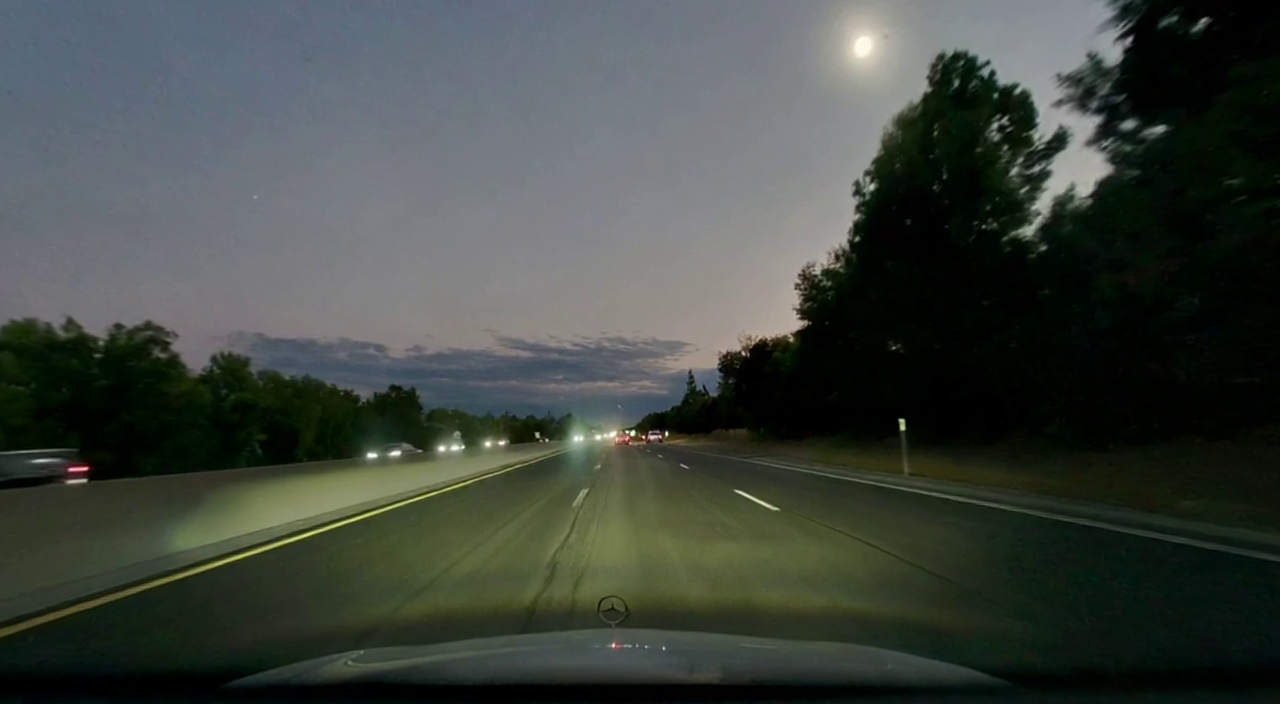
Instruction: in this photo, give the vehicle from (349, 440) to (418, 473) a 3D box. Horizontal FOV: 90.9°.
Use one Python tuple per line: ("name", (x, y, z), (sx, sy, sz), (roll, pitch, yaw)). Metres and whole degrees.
("vehicle", (-12.630, 5.135, 31.287), (1.908, 1.459, 3.917), (0, -8, -3))
